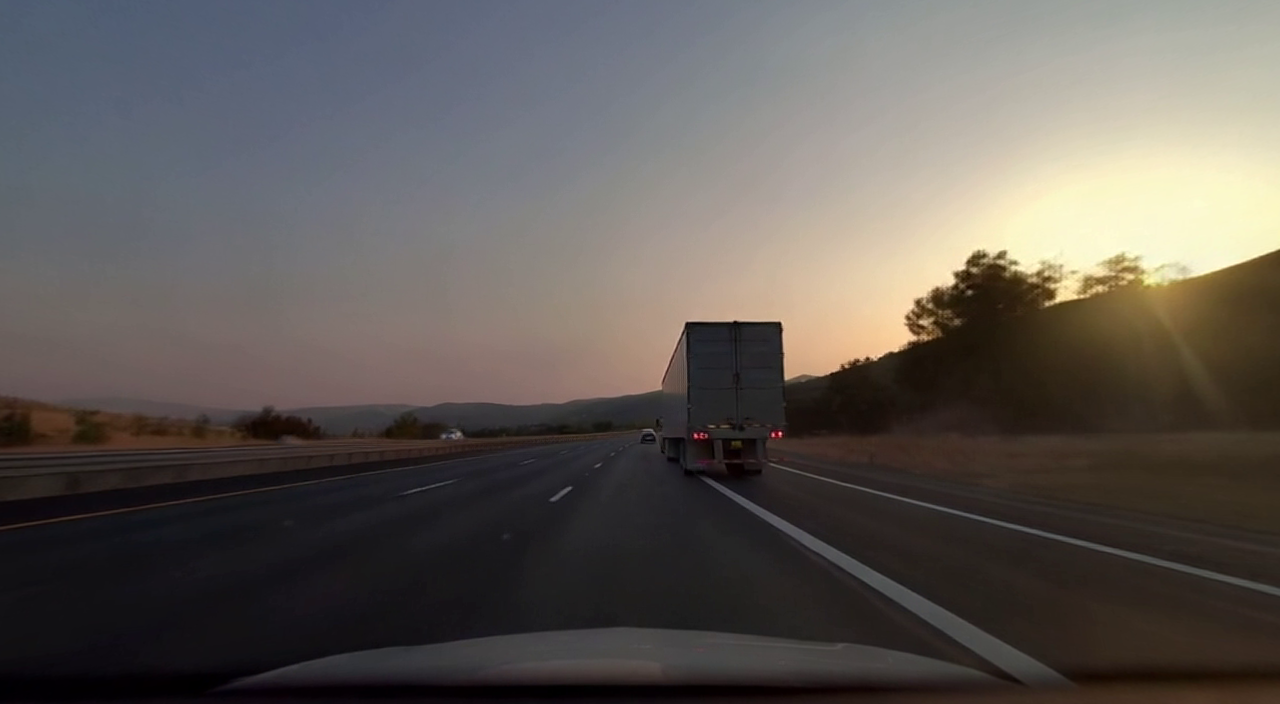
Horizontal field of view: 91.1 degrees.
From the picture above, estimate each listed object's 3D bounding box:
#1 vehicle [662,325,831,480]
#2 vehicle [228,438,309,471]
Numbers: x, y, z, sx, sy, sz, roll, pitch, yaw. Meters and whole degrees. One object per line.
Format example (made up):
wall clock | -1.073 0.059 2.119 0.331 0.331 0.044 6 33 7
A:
vehicle | 2.737 1.987 21.089 3.446 3.698 12.089 0 -8 0
vehicle | -22.373 6.142 38.101 2.037 1.830 4.722 0 -8 0
